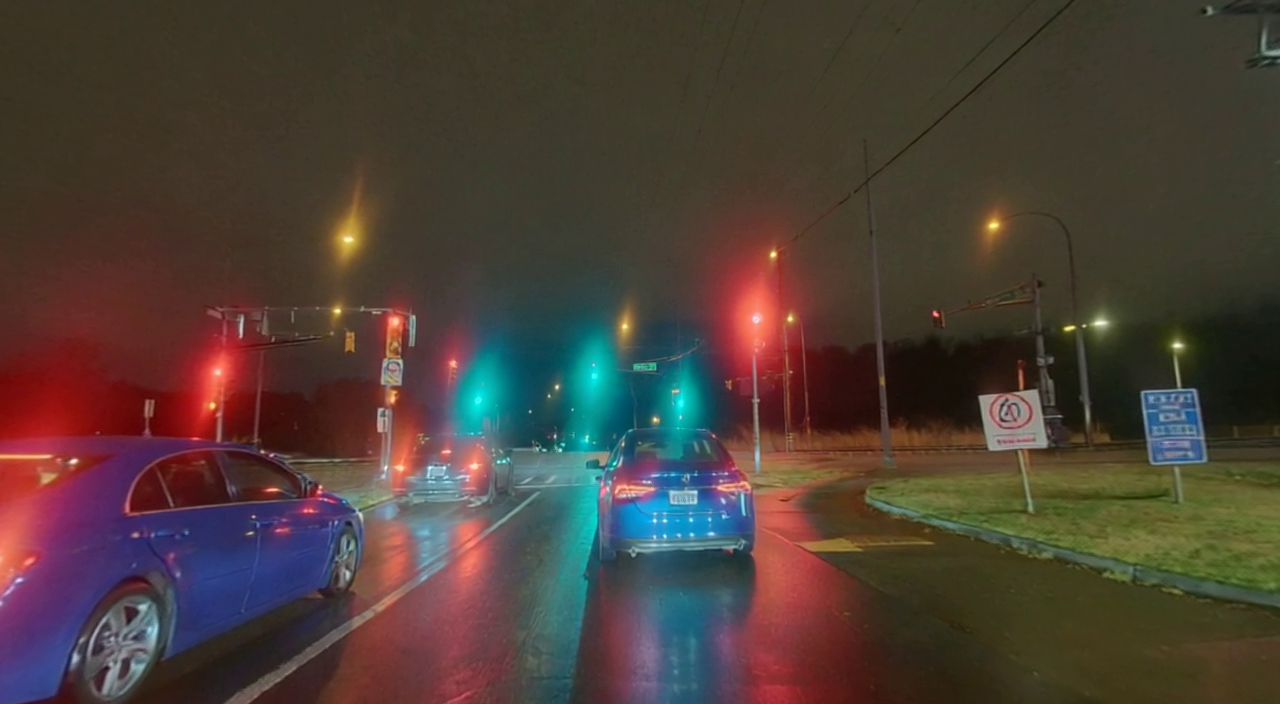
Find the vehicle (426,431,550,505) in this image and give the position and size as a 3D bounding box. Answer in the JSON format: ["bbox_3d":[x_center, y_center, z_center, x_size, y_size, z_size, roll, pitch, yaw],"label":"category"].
[{"bbox_3d":[-3.381,2.663,14.905,1.984,1.505,3.982,0,-8,-1],"label":"vehicle"}]

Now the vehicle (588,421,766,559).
[{"bbox_3d":[0.321,1.849,9.140,1.998,1.529,3.960,0,-9,-3],"label":"vehicle"}]

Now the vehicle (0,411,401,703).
[{"bbox_3d":[-3.705,1.317,4.856,1.956,1.468,4.585,0,-8,0],"label":"vehicle"}]
